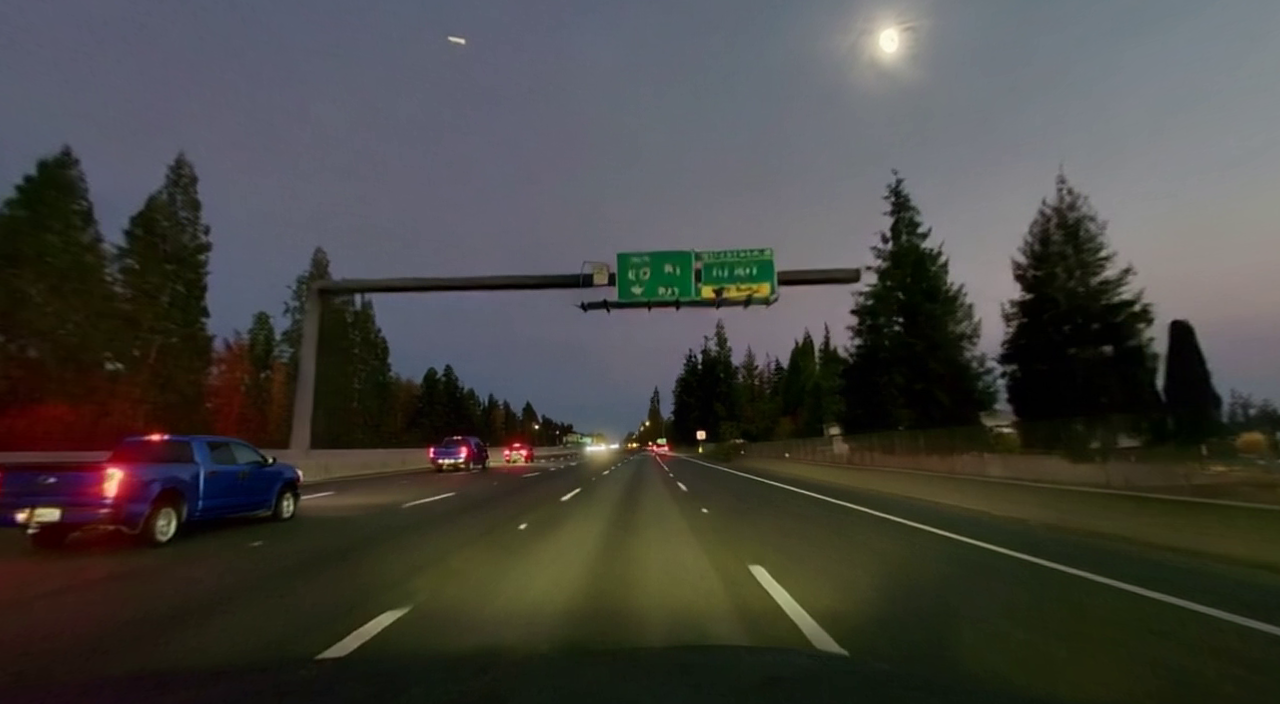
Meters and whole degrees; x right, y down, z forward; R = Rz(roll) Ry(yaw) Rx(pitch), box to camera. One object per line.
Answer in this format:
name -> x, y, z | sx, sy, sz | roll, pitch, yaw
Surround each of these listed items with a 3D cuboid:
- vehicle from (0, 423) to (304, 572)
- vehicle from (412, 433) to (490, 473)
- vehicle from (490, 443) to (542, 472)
vehicle -> -7.192, 1.903, 9.148 | 1.965, 1.567, 4.686 | 0, -8, 1
vehicle -> -10.329, 5.570, 35.007 | 2.347, 1.984, 5.778 | 0, -8, 2
vehicle -> -6.691, 5.732, 34.469 | 1.919, 1.499, 4.234 | 0, -8, 1
